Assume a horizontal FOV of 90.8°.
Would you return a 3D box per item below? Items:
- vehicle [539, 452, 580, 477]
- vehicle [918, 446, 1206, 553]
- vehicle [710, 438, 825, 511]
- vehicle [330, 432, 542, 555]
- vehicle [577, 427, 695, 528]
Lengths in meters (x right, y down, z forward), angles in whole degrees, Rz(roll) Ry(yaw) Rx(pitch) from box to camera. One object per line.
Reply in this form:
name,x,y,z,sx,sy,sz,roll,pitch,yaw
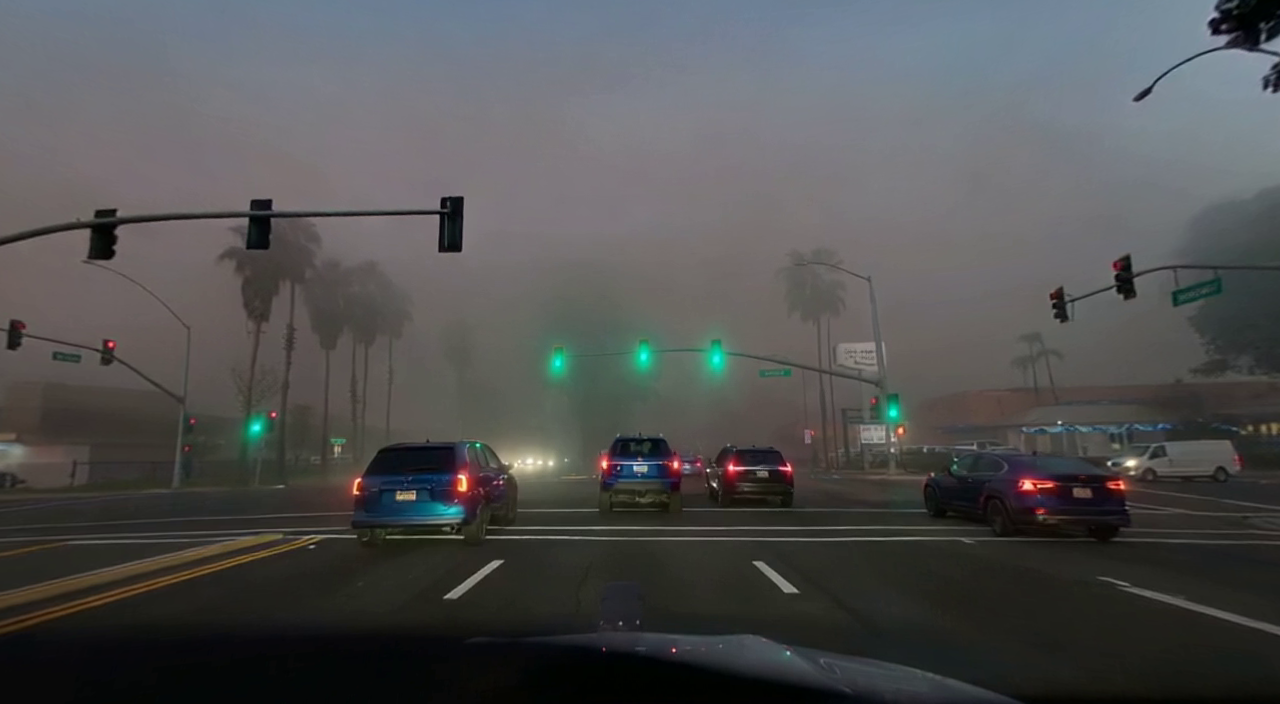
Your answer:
vehicle,-5.067,7.163,40.317,2.030,1.441,4.324,0,-9,1
vehicle,6.793,2.364,10.927,1.944,1.447,4.309,0,-9,-1
vehicle,3.274,3.232,17.204,2.112,1.710,4.234,0,-9,-2
vehicle,-3.129,2.272,10.897,2.201,1.644,4.465,0,-9,-1
vehicle,-0.134,2.593,13.602,2.151,1.787,4.109,0,-9,-2
